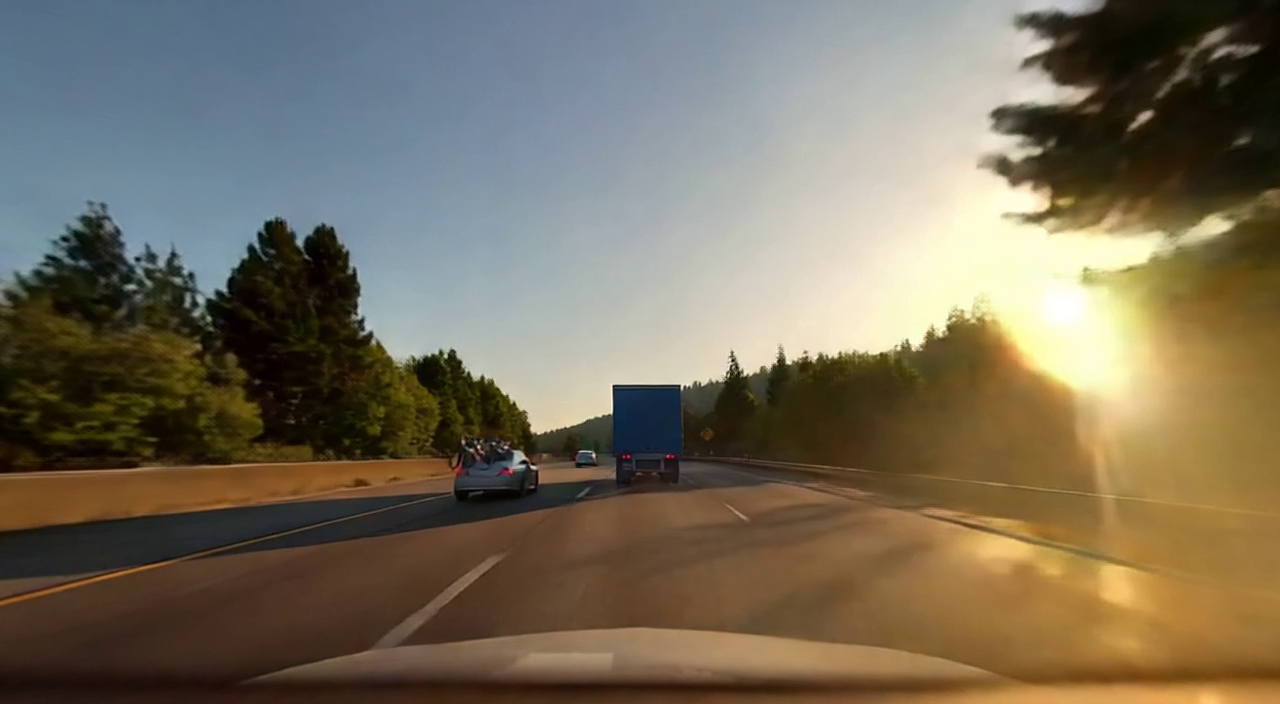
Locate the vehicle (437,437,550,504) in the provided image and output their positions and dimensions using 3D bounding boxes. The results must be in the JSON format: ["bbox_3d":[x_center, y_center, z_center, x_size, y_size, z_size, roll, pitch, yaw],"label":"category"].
[{"bbox_3d":[-3.943,3.292,17.943,2.018,1.632,4.722,0,-9,1],"label":"vehicle"}]

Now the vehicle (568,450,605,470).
[{"bbox_3d":[-3.760,7.760,45.387,2.133,1.358,4.870,0,-9,2],"label":"vehicle"}]

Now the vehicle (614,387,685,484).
[{"bbox_3d":[0.471,4.022,29.634,2.821,3.878,8.925,0,-9,1],"label":"vehicle"}]
